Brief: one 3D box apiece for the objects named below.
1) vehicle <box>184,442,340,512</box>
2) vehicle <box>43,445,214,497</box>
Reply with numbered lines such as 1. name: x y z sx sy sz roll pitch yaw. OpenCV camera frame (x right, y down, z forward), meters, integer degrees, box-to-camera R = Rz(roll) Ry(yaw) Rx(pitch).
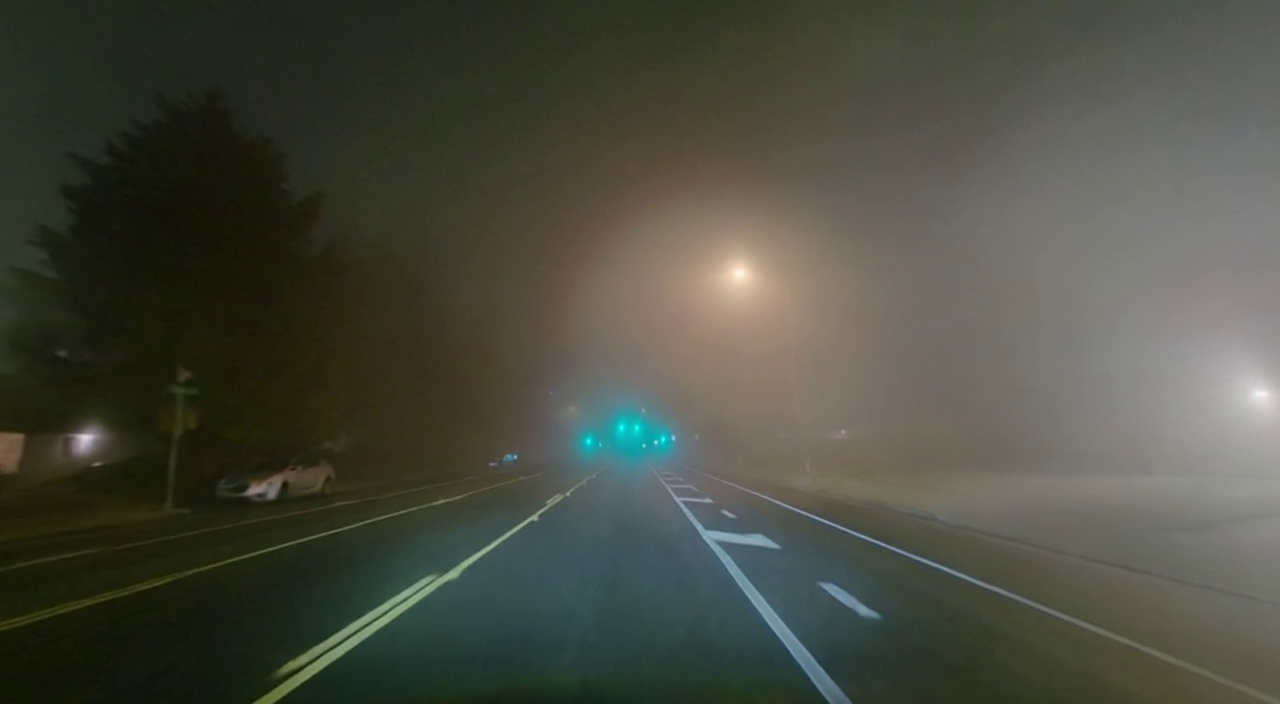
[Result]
1. vehicle: -11.804 3.923 20.256 2.062 1.821 4.880 -3 -10 -1
2. vehicle: -19.370 4.496 24.100 4.668 1.824 1.999 0 -9 -1
